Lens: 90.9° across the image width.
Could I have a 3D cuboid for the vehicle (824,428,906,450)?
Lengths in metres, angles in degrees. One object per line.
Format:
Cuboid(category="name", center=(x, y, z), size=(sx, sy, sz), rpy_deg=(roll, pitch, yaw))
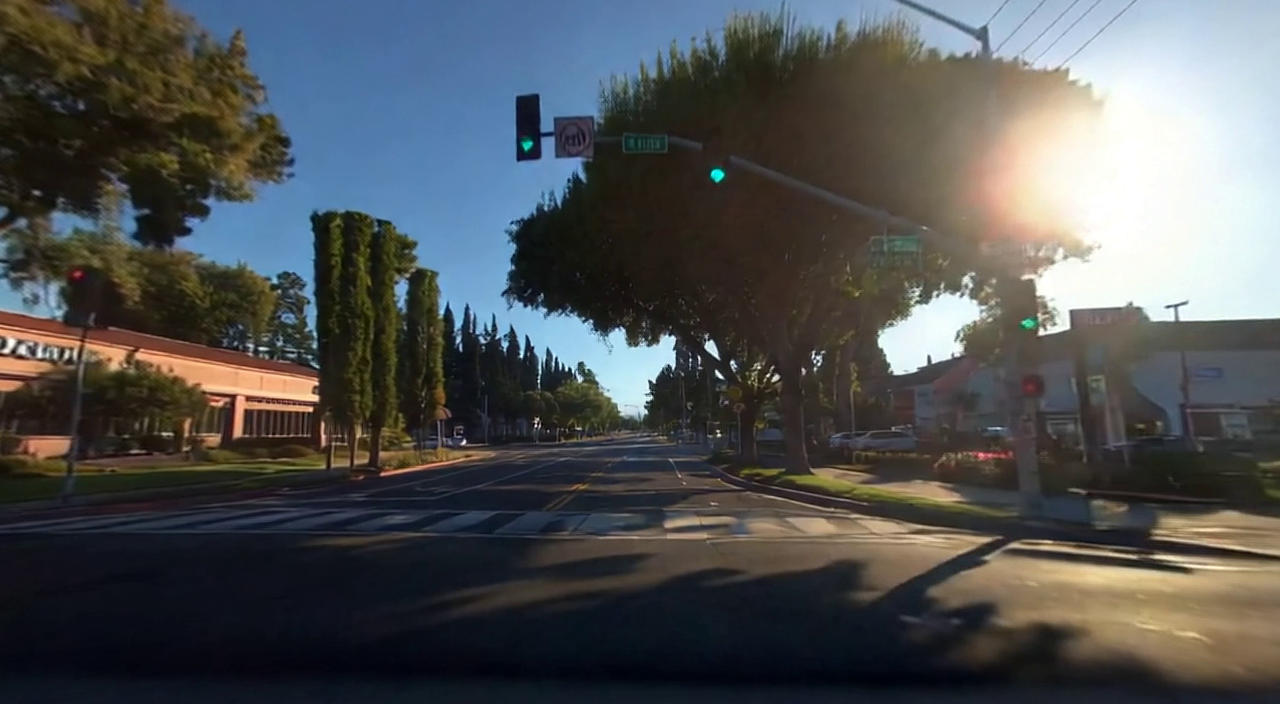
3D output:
Cuboid(category="vehicle", center=(14.832, 5.764, 41.749), size=(4.693, 1.437, 1.799), rpy_deg=(0, -8, 3))
